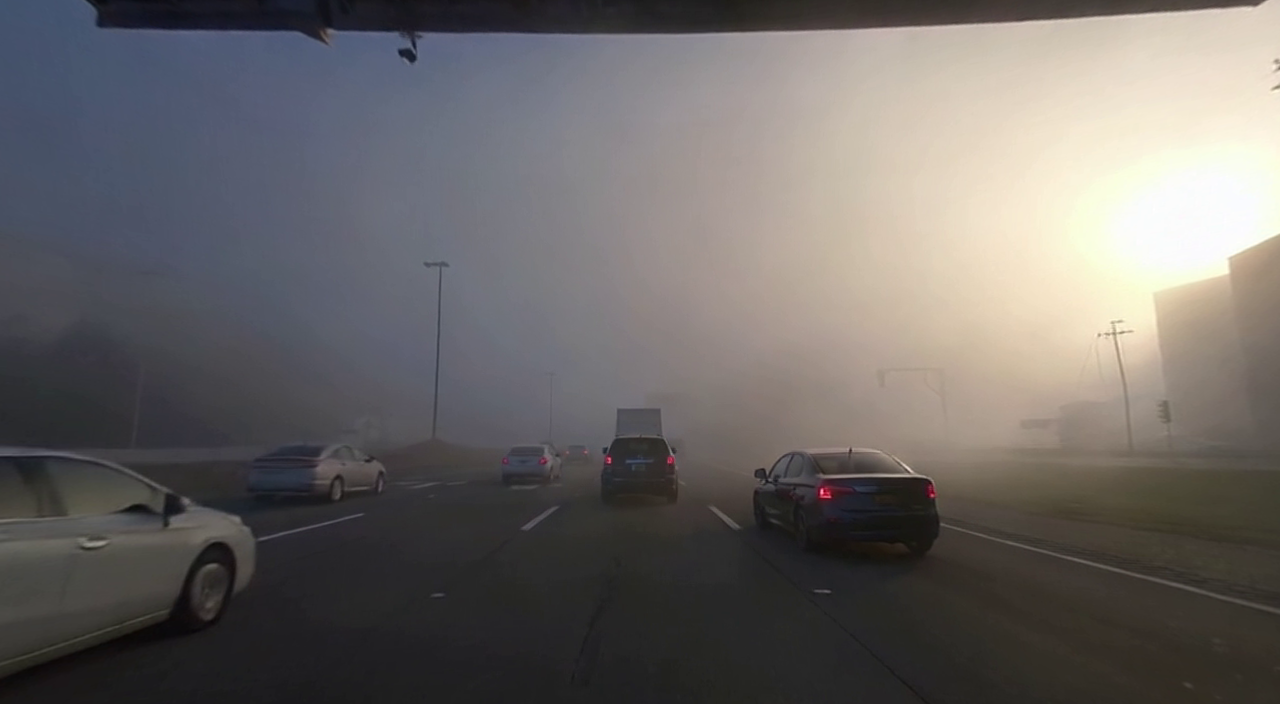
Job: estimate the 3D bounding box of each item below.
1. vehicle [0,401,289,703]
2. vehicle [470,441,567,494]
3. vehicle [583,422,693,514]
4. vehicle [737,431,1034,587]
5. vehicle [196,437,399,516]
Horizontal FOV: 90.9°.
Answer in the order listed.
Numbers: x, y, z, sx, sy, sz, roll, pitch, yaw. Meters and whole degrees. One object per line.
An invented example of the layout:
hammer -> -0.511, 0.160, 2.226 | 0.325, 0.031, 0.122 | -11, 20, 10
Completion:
vehicle -> -3.763, 0.992, 2.879 | 1.883, 1.500, 4.161 | 0, -9, 0
vehicle -> -3.646, 3.571, 19.864 | 2.132, 1.464, 4.481 | 0, -9, 1
vehicle -> -0.035, 2.562, 14.350 | 2.152, 1.779, 3.924 | 0, -9, 0
vehicle -> 2.712, 1.853, 8.368 | 2.018, 1.470, 4.491 | 0, -9, -2
vehicle -> -7.388, 2.709, 14.293 | 1.933, 1.476, 4.652 | 0, -9, 1
